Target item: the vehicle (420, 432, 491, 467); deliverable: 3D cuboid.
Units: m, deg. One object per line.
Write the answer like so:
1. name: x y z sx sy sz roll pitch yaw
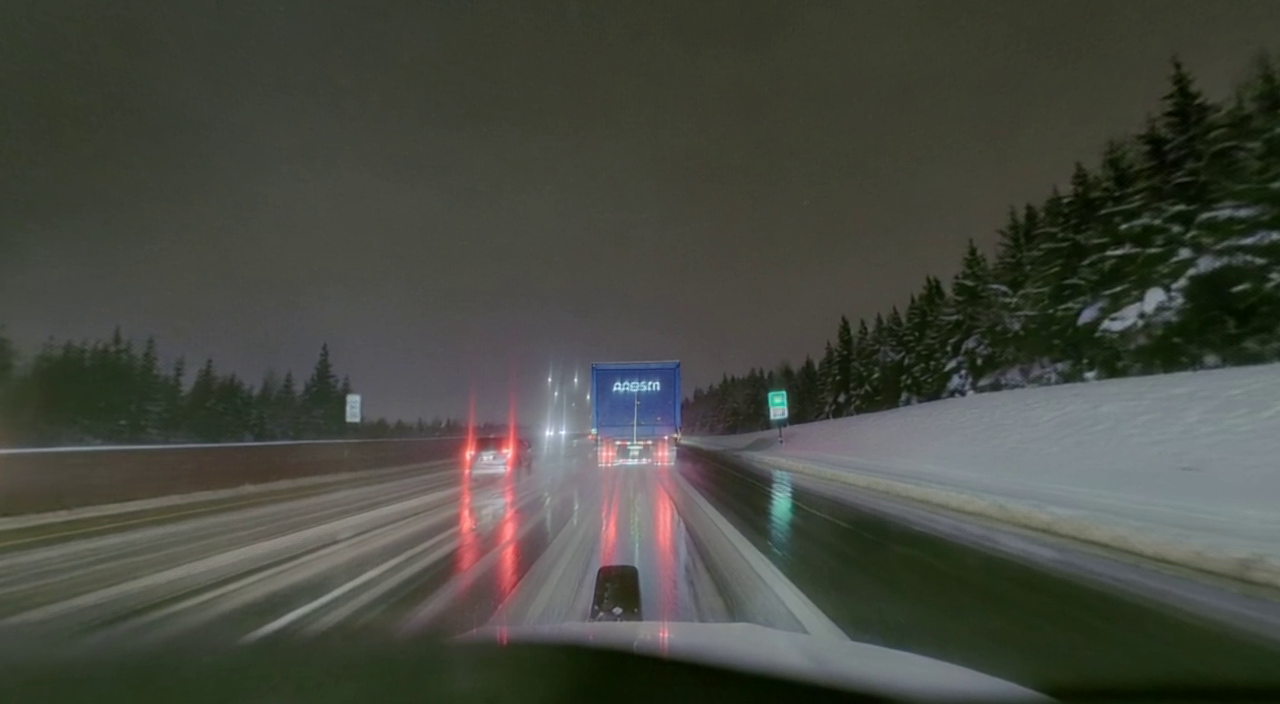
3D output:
1. vehicle: -8.551 4.552 29.599 1.976 1.510 4.604 0 -8 -1

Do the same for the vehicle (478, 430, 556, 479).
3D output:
1. vehicle: -4.068 3.434 21.410 1.933 1.492 3.838 0 -8 0

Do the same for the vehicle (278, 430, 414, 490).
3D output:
1. vehicle: -8.123 2.989 17.832 1.943 1.500 4.011 0 -8 -1

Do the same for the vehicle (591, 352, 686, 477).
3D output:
1. vehicle: -0.188 2.754 26.166 3.118 4.106 10.719 0 -8 -2
